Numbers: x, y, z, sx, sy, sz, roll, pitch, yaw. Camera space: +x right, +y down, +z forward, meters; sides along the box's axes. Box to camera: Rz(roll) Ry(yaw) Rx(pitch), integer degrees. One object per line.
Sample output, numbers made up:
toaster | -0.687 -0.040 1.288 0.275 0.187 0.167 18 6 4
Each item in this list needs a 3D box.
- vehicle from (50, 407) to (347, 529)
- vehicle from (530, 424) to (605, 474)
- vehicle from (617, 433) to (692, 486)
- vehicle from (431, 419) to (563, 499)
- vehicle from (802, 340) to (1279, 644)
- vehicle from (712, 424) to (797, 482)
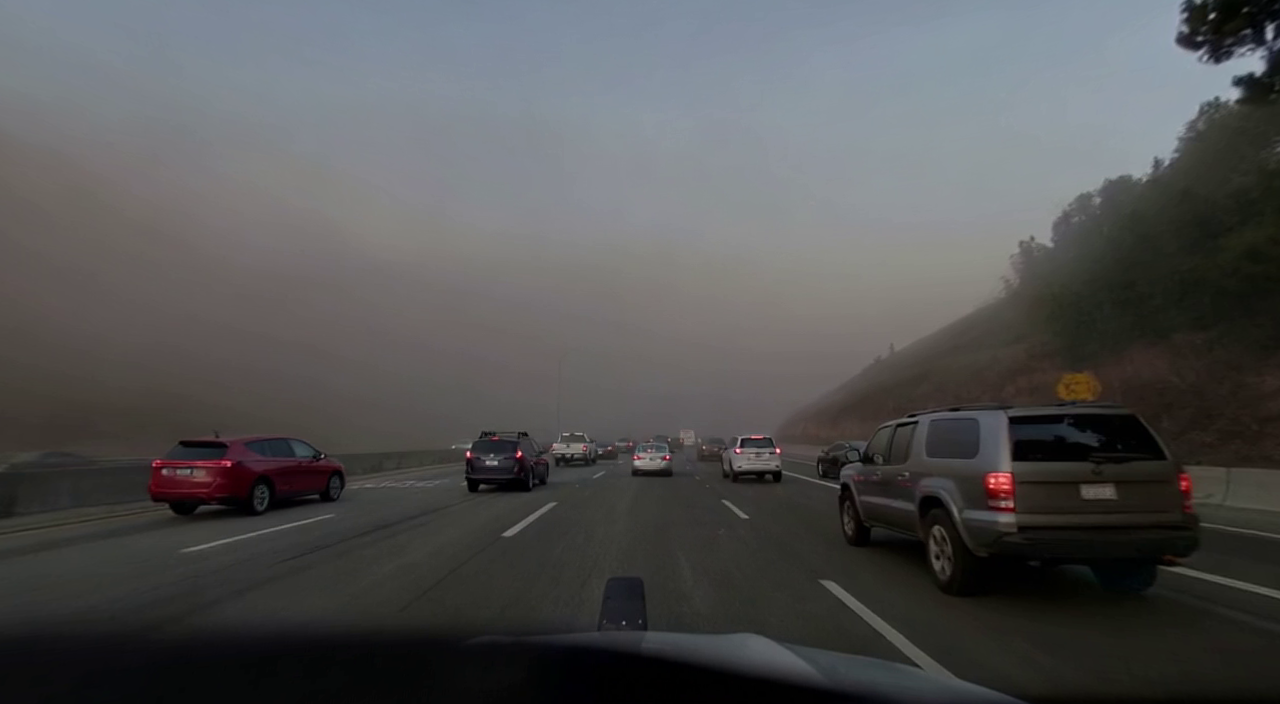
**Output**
vehicle | -7.713 2.075 11.845 2.017 1.810 4.782 0 -8 1
vehicle | -2.961 4.109 26.980 2.301 1.902 5.374 0 -8 3
vehicle | 0.441 3.330 19.876 2.105 1.471 4.349 0 -8 1
vehicle | -3.362 2.629 15.876 2.179 1.723 4.410 0 -8 1
vehicle | 3.515 1.246 6.666 2.266 1.929 5.194 0 -8 1
vehicle | 3.745 3.405 21.500 2.046 1.765 4.534 0 -8 0
